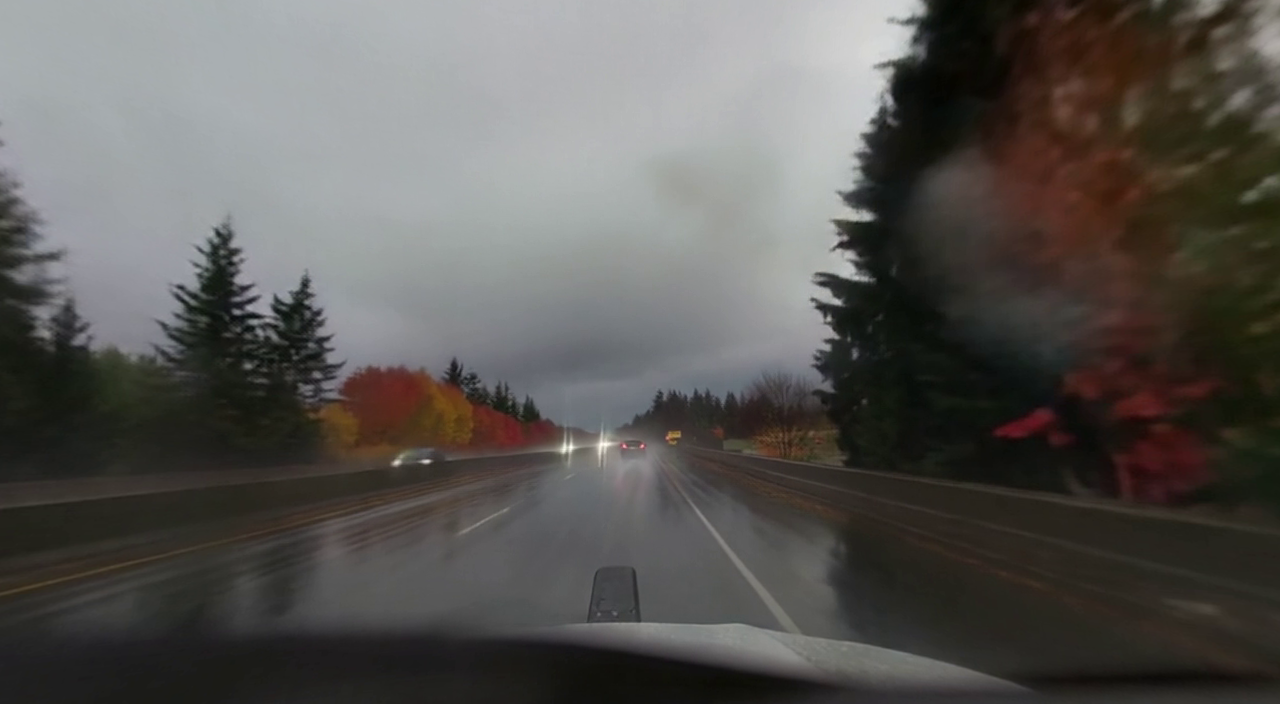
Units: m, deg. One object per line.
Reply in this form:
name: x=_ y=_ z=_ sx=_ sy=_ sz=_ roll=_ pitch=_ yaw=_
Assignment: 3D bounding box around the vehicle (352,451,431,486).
vehicle: x=-11.312 y=5.312 z=28.971 sx=1.907 sy=1.419 sz=4.111 roll=-1 pitch=-8 yaw=1
